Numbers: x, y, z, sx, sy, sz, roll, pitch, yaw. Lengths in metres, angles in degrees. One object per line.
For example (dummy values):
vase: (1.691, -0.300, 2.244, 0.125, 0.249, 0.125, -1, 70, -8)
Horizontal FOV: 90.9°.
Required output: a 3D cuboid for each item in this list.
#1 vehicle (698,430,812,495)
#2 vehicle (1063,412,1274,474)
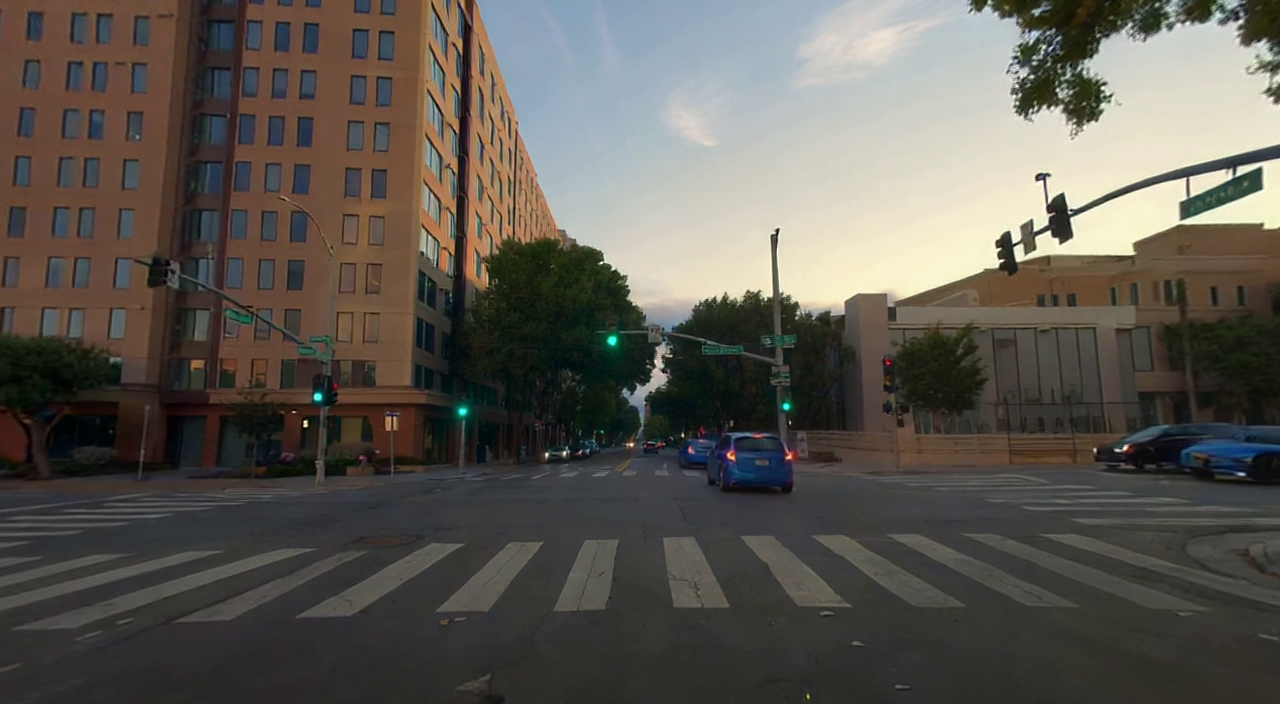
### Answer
vehicle: (2.837, 2.848, 16.642, 2.039, 1.470, 4.355, 0, -8, -2)
vehicle: (16.900, 2.940, 20.406, 4.802, 1.860, 2.146, 0, -8, 1)
